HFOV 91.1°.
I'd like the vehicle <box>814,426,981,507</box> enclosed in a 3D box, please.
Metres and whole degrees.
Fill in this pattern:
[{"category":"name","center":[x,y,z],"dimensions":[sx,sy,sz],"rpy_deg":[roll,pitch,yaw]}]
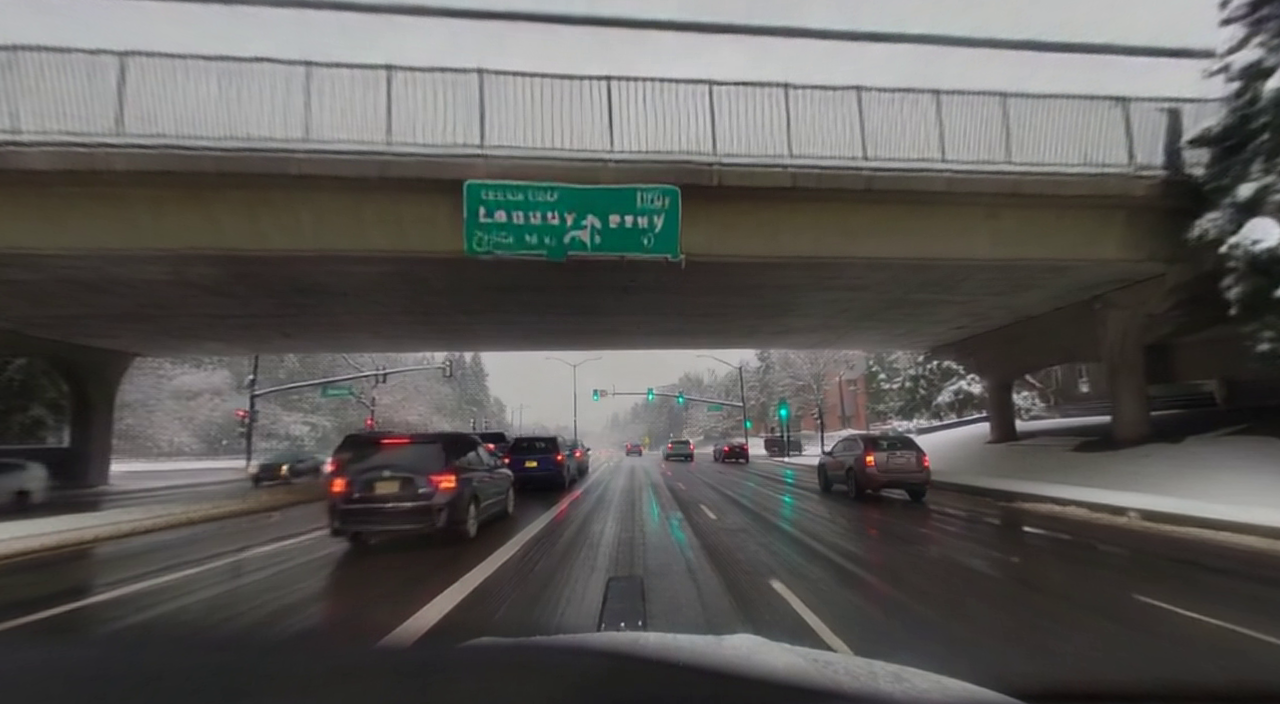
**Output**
[{"category":"vehicle","center":[5.875,2.669,15.086],"dimensions":[2.056,1.624,4.498],"rpy_deg":[0,-8,-1]}]

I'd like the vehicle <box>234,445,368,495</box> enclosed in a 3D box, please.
[{"category":"vehicle","center":[-11.231,3.905,21.191],"dimensions":[1.891,1.406,4.222],"rpy_deg":[2,-9,4]}]

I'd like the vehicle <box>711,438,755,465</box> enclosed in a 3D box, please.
[{"category":"vehicle","center":[5.695,6.162,39.066],"dimensions":[1.924,1.527,4.268],"rpy_deg":[0,-8,-2]}]

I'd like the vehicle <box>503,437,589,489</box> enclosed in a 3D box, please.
[{"category":"vehicle","center":[-2.870,3.511,20.215],"dimensions":[1.980,1.491,4.351],"rpy_deg":[0,-8,1]}]

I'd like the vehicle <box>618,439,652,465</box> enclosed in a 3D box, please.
[{"category":"vehicle","center":[-0.331,6.141,38.657],"dimensions":[2.026,1.453,3.780],"rpy_deg":[0,-8,-1]}]

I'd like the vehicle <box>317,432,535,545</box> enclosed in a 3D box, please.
[{"category":"vehicle","center":[-3.177,2.104,10.403],"dimensions":[2.041,1.466,4.212],"rpy_deg":[0,-8,1]}]

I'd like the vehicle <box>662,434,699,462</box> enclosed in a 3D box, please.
[{"category":"vehicle","center":[2.664,6.429,41.960],"dimensions":[2.034,1.762,4.420],"rpy_deg":[0,-8,-2]}]
